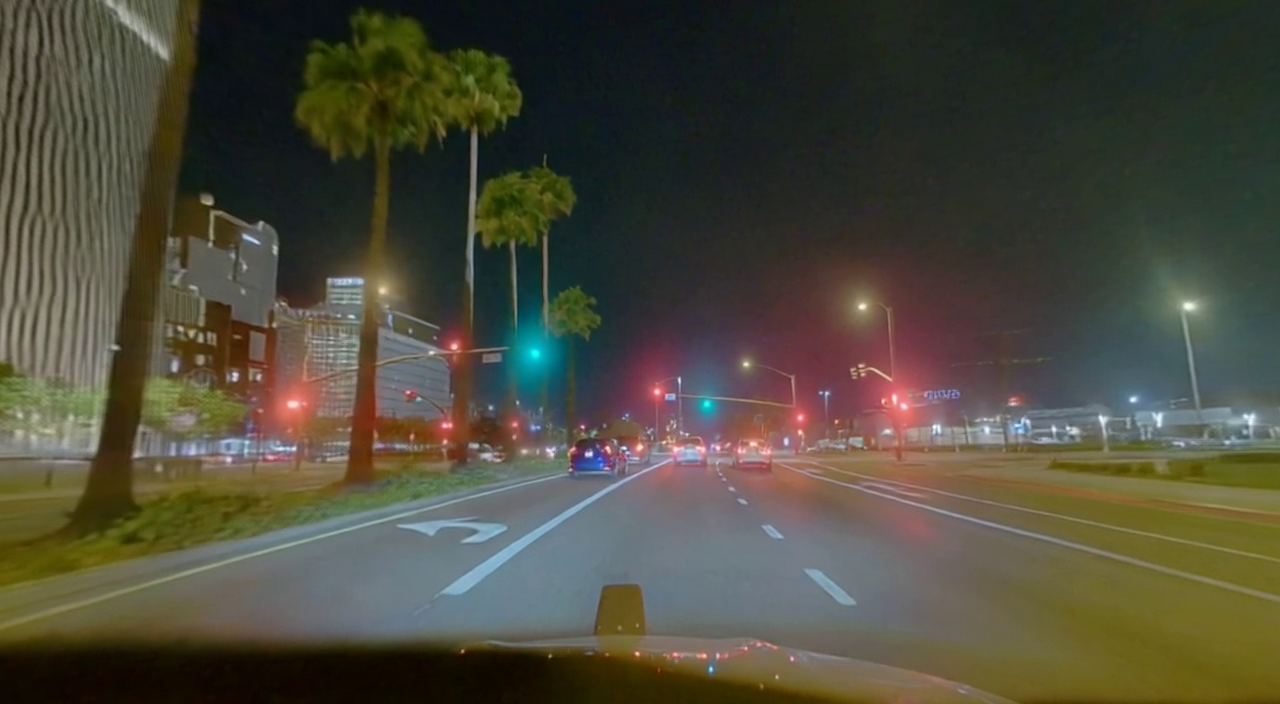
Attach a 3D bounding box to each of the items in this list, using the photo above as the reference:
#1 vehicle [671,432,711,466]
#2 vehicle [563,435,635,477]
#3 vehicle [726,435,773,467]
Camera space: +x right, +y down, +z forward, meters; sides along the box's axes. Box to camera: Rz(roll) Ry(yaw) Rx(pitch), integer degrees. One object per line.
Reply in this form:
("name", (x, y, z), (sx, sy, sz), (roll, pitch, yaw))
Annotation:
("vehicle", (2.863, 5.325, 34.808), (2.060, 1.730, 4.257), (-1, -8, 6))
("vehicle", (-1.462, 4.022, 24.718), (1.962, 1.480, 4.605), (-1, -8, 7))
("vehicle", (5.653, 5.128, 32.941), (1.936, 1.567, 3.896), (0, -8, 3))
